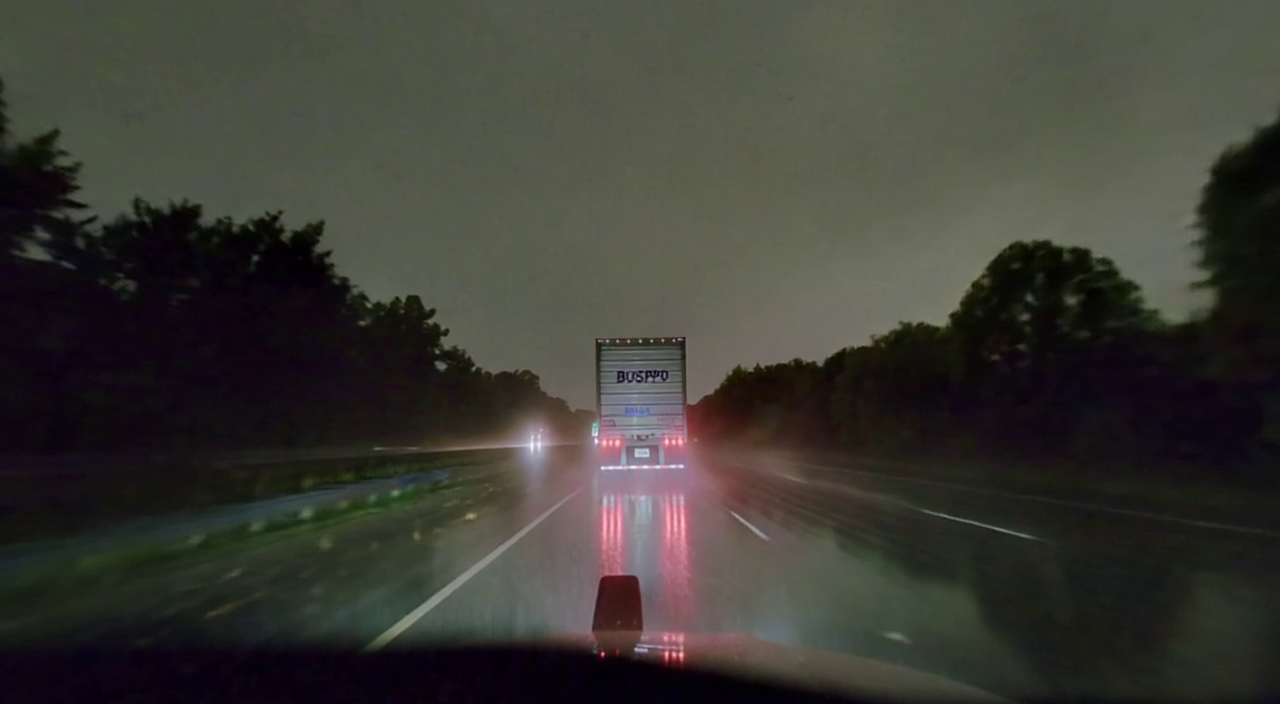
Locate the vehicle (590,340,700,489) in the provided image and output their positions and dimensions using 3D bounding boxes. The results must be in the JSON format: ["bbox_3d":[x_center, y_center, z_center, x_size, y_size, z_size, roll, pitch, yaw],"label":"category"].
[{"bbox_3d":[0.094,2.216,20.914,2.870,3.911,8.697,0,-8,0],"label":"vehicle"}]
